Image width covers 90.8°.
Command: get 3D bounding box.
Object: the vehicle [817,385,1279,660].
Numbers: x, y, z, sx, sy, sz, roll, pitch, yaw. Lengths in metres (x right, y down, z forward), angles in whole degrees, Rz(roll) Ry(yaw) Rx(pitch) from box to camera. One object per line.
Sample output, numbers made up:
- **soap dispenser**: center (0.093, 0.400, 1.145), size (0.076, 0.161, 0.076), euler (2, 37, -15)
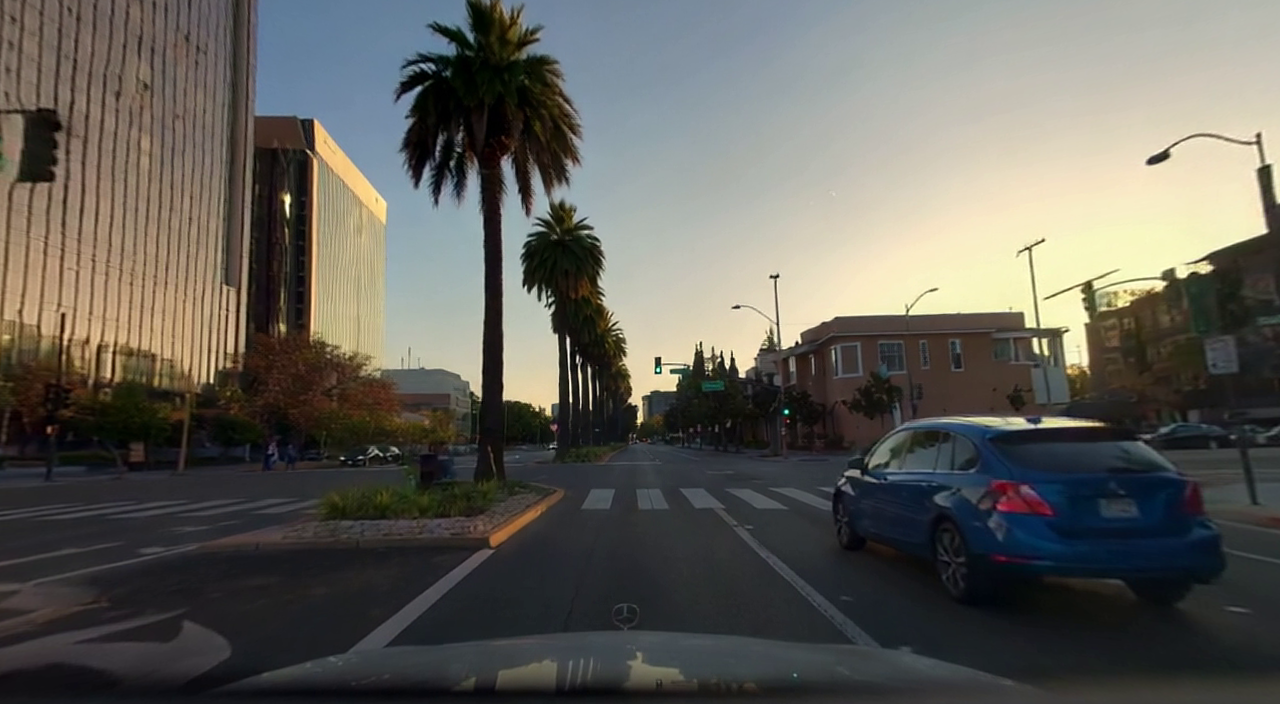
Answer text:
- **vehicle**: center (3.341, 1.329, 5.939), size (2.060, 1.631, 4.169), euler (0, -9, -1)
